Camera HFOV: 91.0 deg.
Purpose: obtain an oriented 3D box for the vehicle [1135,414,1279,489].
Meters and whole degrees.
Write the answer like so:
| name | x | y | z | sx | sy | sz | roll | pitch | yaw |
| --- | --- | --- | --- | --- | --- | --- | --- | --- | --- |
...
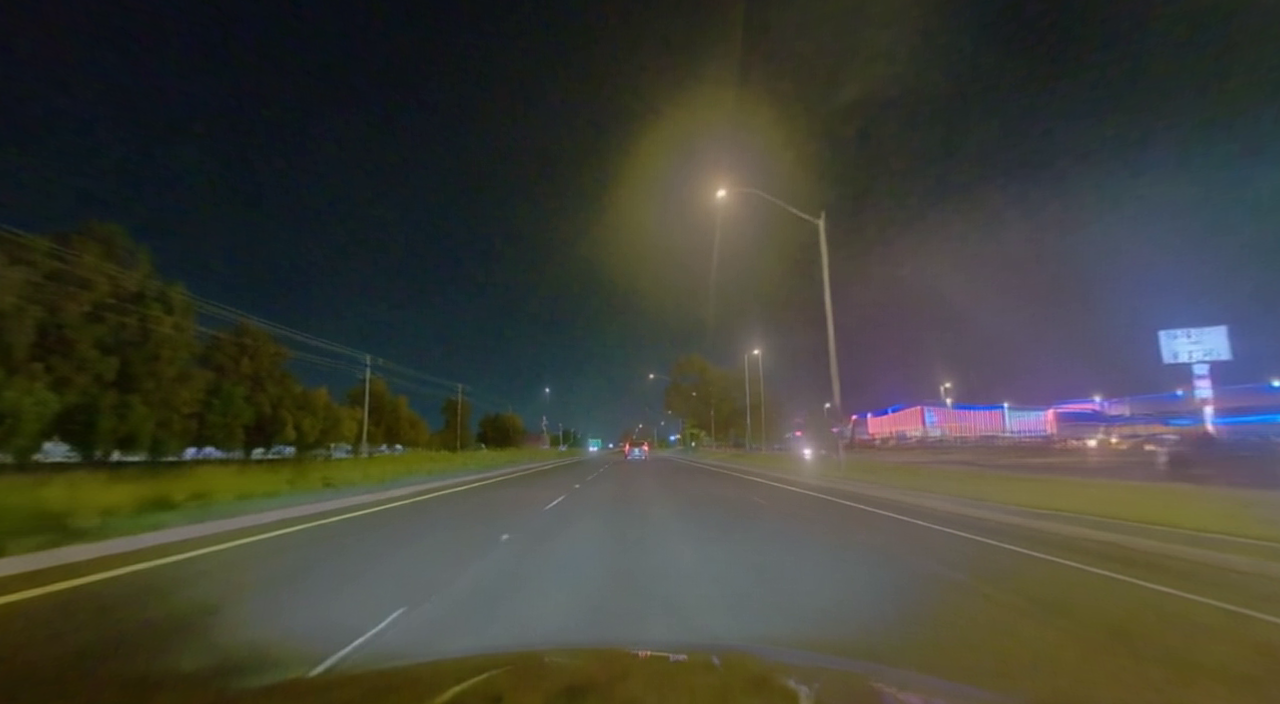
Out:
| name | x | y | z | sx | sy | sz | roll | pitch | yaw |
| --- | --- | --- | --- | --- | --- | --- | --- | --- | --- |
| vehicle | 18.162 | 2.912 | 18.473 | 2.288 | 1.963 | 5.983 | 1 | -9 | -2 |

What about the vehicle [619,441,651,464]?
| name | x | y | z | sx | sy | sz | roll | pitch | yaw |
| --- | --- | --- | --- | --- | --- | --- | --- | --- | --- |
| vehicle | -0.366 | 7.079 | 44.434 | 2.110 | 1.555 | 4.431 | 0 | -9 | -1 |
